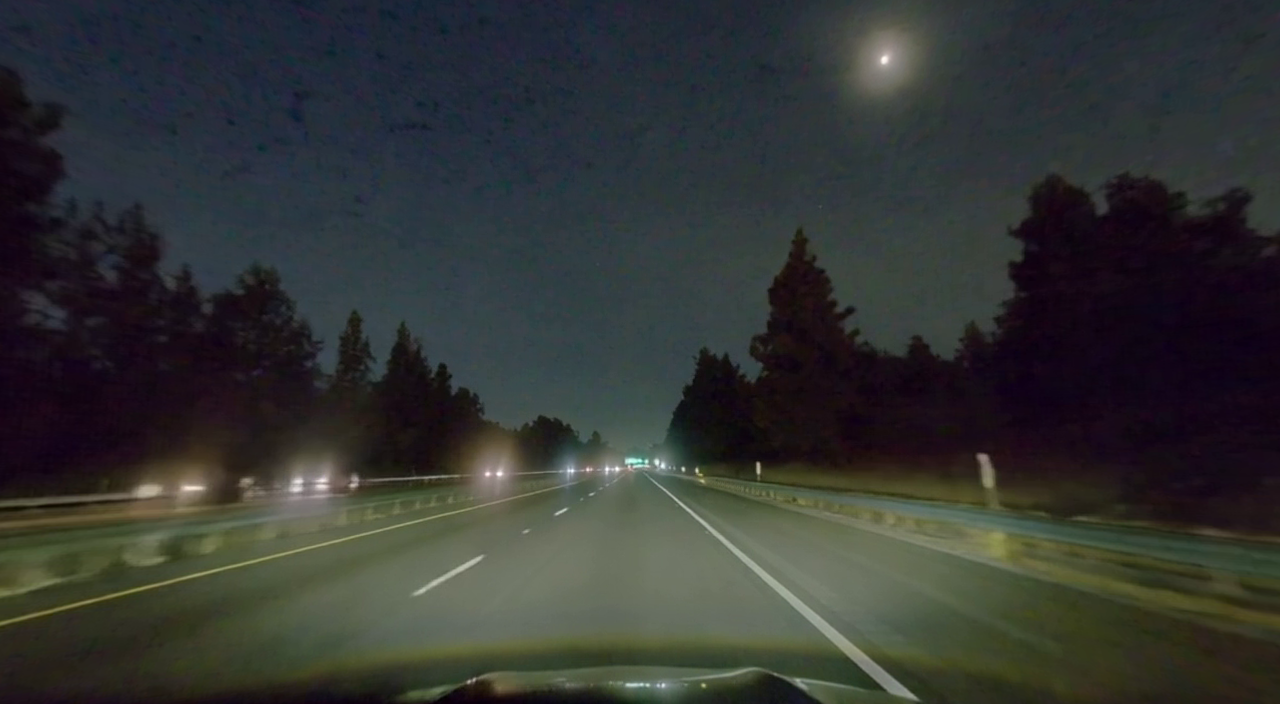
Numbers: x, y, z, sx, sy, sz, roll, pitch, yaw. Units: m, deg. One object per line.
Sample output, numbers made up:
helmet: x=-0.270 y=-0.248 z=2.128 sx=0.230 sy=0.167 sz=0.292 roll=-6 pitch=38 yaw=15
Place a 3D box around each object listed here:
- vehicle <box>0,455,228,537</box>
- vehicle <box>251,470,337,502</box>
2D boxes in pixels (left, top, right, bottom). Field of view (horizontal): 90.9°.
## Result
vehicle: x=-12.528 y=3.432 z=15.424 sx=1.927 sy=1.669 sz=4.199 roll=1 pitch=-11 yaw=1
vehicle: x=-17.053 y=6.625 z=31.335 sx=1.802 sy=1.409 sz=4.411 roll=1 pitch=-11 yaw=-1
